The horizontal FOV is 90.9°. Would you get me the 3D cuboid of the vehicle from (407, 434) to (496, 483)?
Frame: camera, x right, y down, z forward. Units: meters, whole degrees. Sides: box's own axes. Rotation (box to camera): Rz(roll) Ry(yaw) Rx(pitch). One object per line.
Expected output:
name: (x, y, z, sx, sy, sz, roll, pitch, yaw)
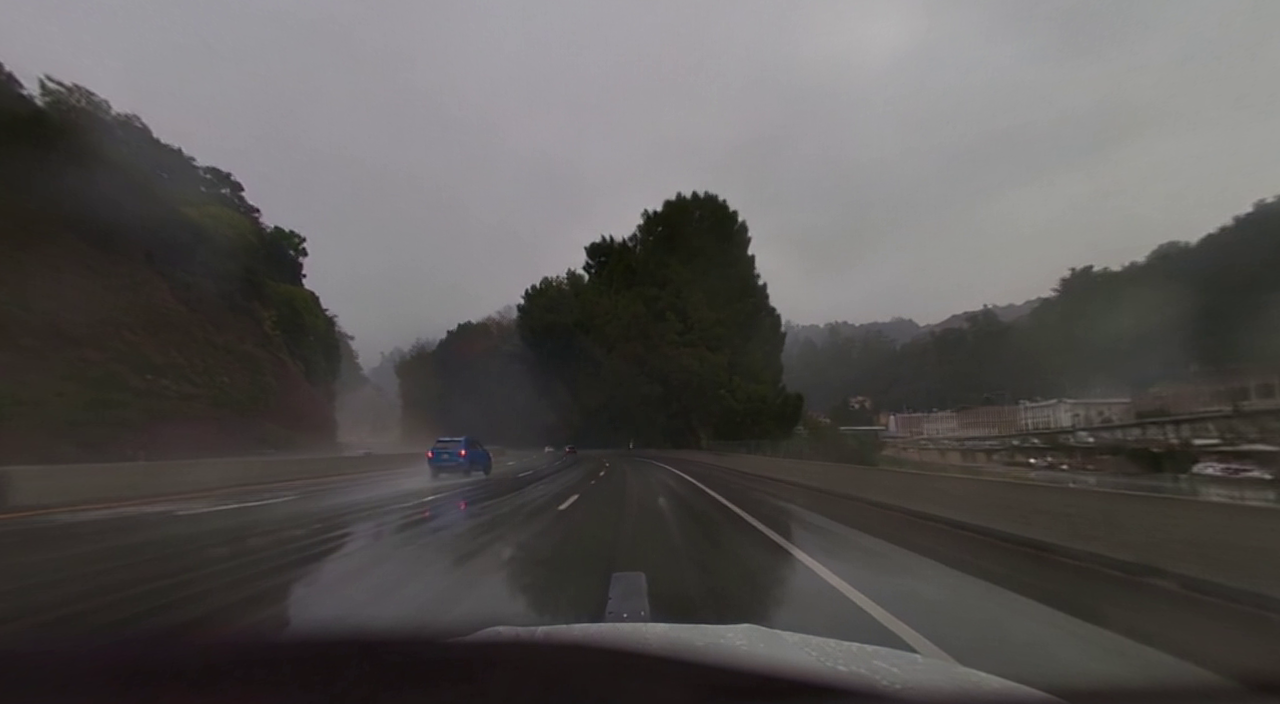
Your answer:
vehicle: (-7.251, 4.143, 24.784, 2.046, 1.712, 4.533, 0, -8, 0)
